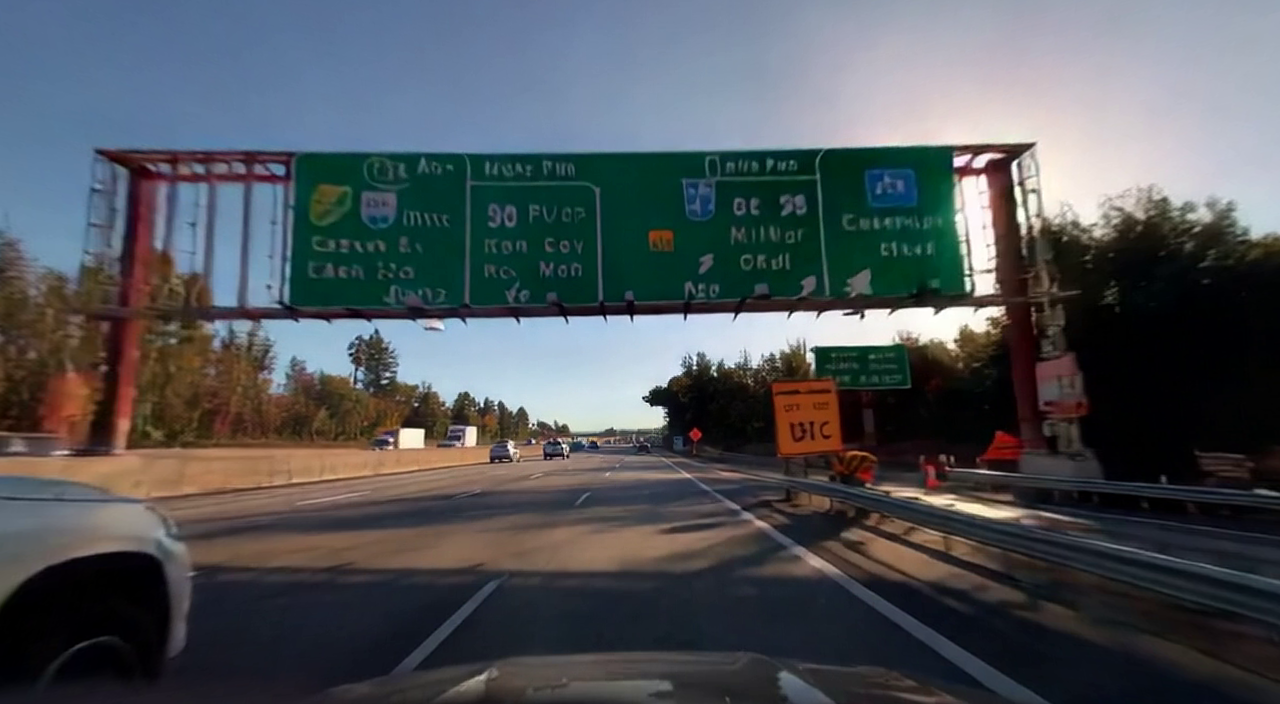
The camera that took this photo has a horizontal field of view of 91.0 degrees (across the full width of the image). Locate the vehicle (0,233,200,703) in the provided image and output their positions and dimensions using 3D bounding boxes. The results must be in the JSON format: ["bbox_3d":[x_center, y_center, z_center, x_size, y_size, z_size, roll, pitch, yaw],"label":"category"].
[{"bbox_3d":[-3.482,0.271,0.139,2.366,1.998,6.033,0,-9,0],"label":"vehicle"}]

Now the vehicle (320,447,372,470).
[{"bbox_3d":[-19.275,6.989,41.497,1.611,1.444,3.667,0,-9,1],"label":"vehicle"}]
